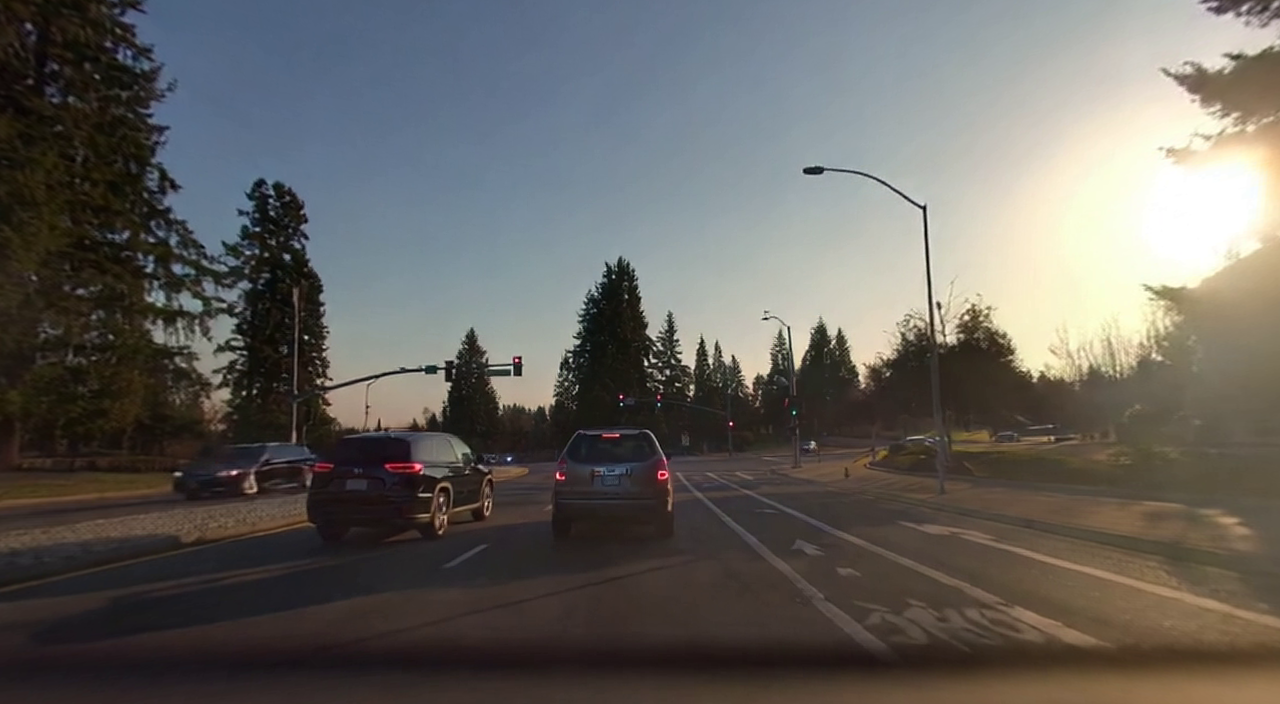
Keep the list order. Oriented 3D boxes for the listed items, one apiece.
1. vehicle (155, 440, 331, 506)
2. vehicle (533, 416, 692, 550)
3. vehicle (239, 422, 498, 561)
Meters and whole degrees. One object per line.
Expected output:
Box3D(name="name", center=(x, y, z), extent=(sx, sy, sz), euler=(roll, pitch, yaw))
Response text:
Box3D(name="vehicle", center=(-11.216, 3.420, 18.365), extent=(2.070, 1.635, 4.559), euler=(0, -8, 1))
Box3D(name="vehicle", center=(-0.330, 2.145, 11.103), extent=(2.131, 1.793, 5.016), euler=(0, -8, 1))
Box3D(name="vehicle", center=(-3.823, 2.038, 9.988), extent=(2.009, 1.673, 4.454), euler=(0, -8, 2))
